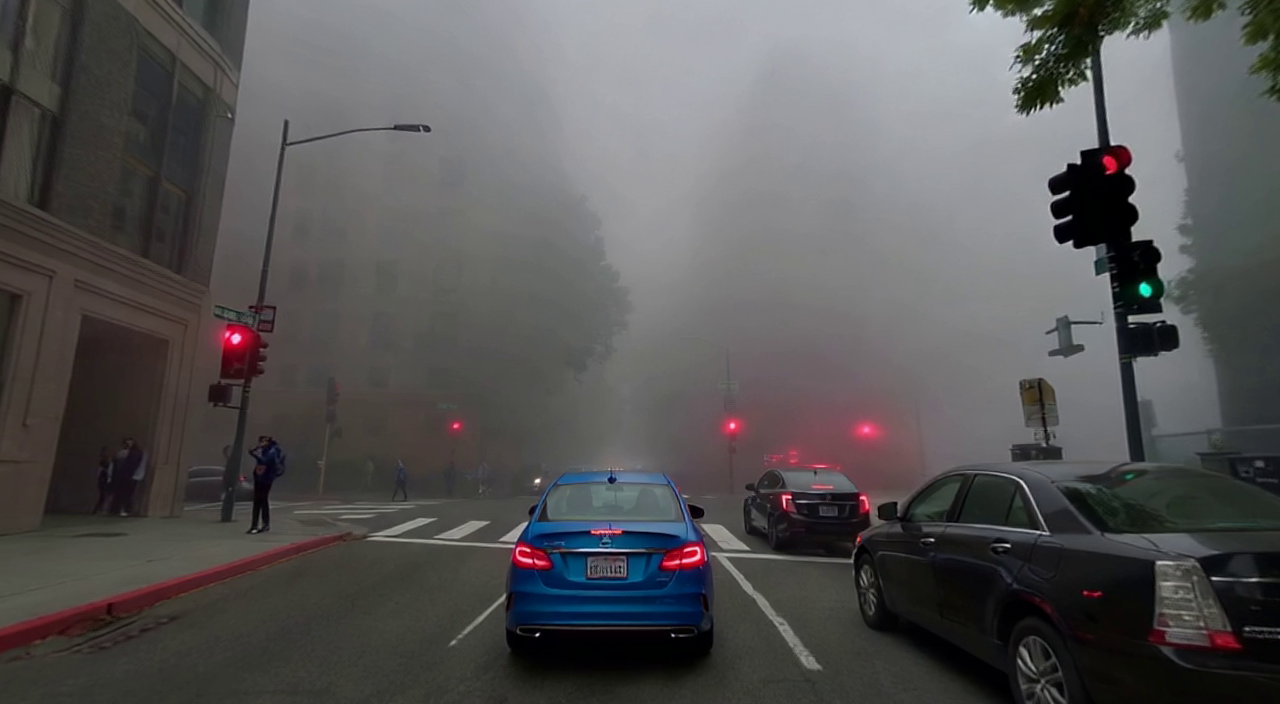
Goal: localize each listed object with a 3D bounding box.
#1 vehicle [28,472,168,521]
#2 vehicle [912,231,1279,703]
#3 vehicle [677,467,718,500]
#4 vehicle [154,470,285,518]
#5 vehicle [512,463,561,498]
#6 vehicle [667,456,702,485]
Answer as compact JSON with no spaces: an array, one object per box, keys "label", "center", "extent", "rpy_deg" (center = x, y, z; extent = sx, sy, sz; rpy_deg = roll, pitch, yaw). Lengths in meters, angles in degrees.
[{"label":"vehicle","center":[-25.436,6.775,29.708],"extent":[4.588,2.048,2.110],"rpy_deg":[0,-9,0]},{"label":"vehicle","center":[3.217,0.542,1.250],"extent":[2.632,1.979,6.096],"rpy_deg":[0,-9,0]},{"label":"vehicle","center":[3.495,8.050,38.860],"extent":[1.908,1.741,4.066],"rpy_deg":[0,-9,-3]},{"label":"vehicle","center":[-19.762,6.683,29.776],"extent":[4.750,2.083,2.002],"rpy_deg":[-1,-9,3]},{"label":"vehicle","center":[-6.344,7.882,39.020],"extent":[2.226,1.896,4.438],"rpy_deg":[-1,-9,1]},{"label":"vehicle","center":[3.327,8.995,48.161],"extent":[2.365,1.994,4.259],"rpy_deg":[0,-9,0]}]
